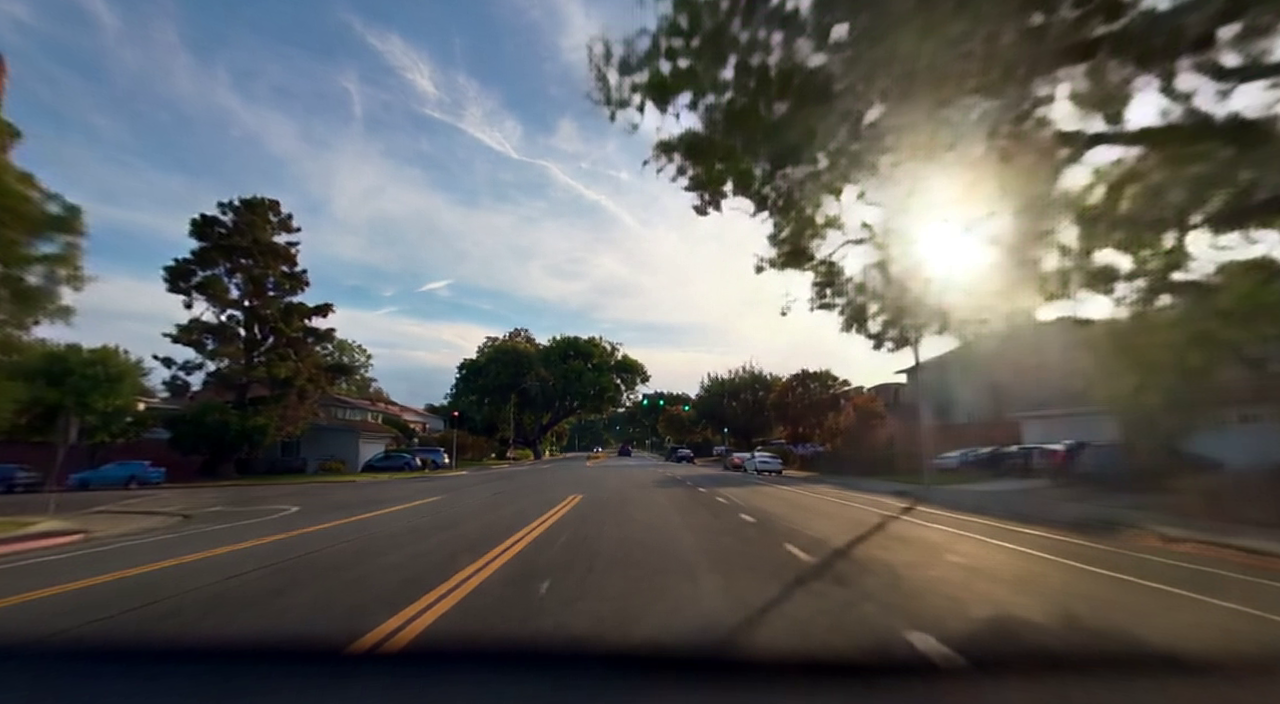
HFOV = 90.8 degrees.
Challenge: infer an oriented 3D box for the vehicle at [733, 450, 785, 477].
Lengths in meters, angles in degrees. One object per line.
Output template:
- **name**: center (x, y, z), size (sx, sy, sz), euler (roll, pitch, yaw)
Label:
- **vehicle**: center (7.196, 6.762, 38.575), size (1.951, 1.528, 4.366), euler (1, -9, -6)

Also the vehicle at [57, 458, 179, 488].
- **vehicle**: center (-27.150, 6.294, 32.976), size (4.600, 1.468, 1.869), euler (0, -9, -3)

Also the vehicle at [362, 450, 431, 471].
- **vehicle**: center (-18.793, 8.390, 48.967), size (4.598, 1.445, 1.973), euler (-2, -9, -2)

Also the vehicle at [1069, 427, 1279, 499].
- **vehicle**: center (15.624, 3.182, 18.373), size (4.739, 1.667, 1.998), euler (-4, -7, 0)
